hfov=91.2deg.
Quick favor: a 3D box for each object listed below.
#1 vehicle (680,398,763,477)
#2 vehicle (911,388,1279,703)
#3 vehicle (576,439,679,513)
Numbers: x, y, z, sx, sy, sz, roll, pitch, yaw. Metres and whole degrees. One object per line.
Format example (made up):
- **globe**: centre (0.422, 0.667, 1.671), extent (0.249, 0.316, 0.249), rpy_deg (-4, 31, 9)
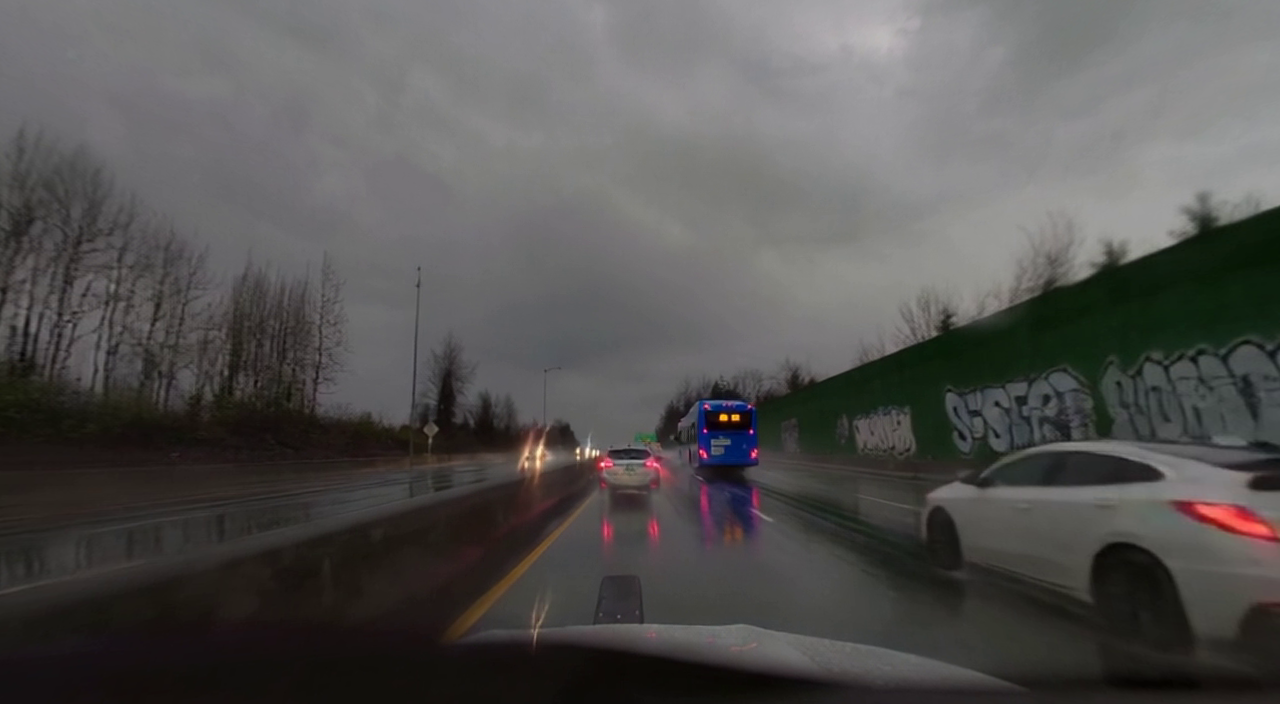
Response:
- **vehicle**: centre (4.074, 4.818, 34.495), extent (3.055, 3.479, 12.521), rpy_deg (-1, -9, 1)
- **vehicle**: centre (3.923, 1.203, 4.695), extent (1.995, 1.507, 3.915), rpy_deg (-1, -9, 0)
- **vehicle**: centre (-0.264, 2.944, 15.334), extent (2.160, 1.532, 4.073), rpy_deg (-1, -9, 0)
